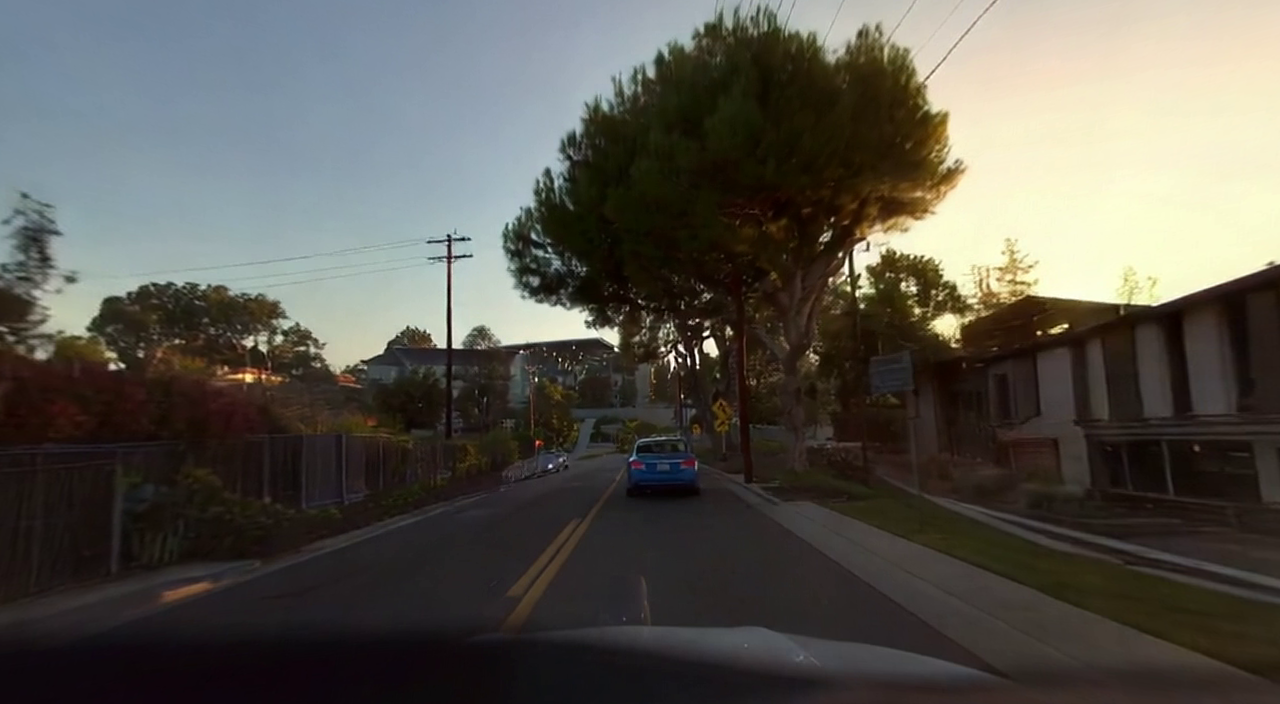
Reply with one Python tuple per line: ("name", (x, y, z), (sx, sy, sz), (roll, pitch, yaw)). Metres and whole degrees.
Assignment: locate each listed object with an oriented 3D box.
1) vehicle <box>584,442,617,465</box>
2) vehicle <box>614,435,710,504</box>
("vehicle", (-2.972, 7.711, 48.169), (2.086, 1.536, 4.294), (-5, -8, 0))
("vehicle", (0.492, 2.830, 15.667), (2.060, 1.487, 3.920), (0, -8, 1))
